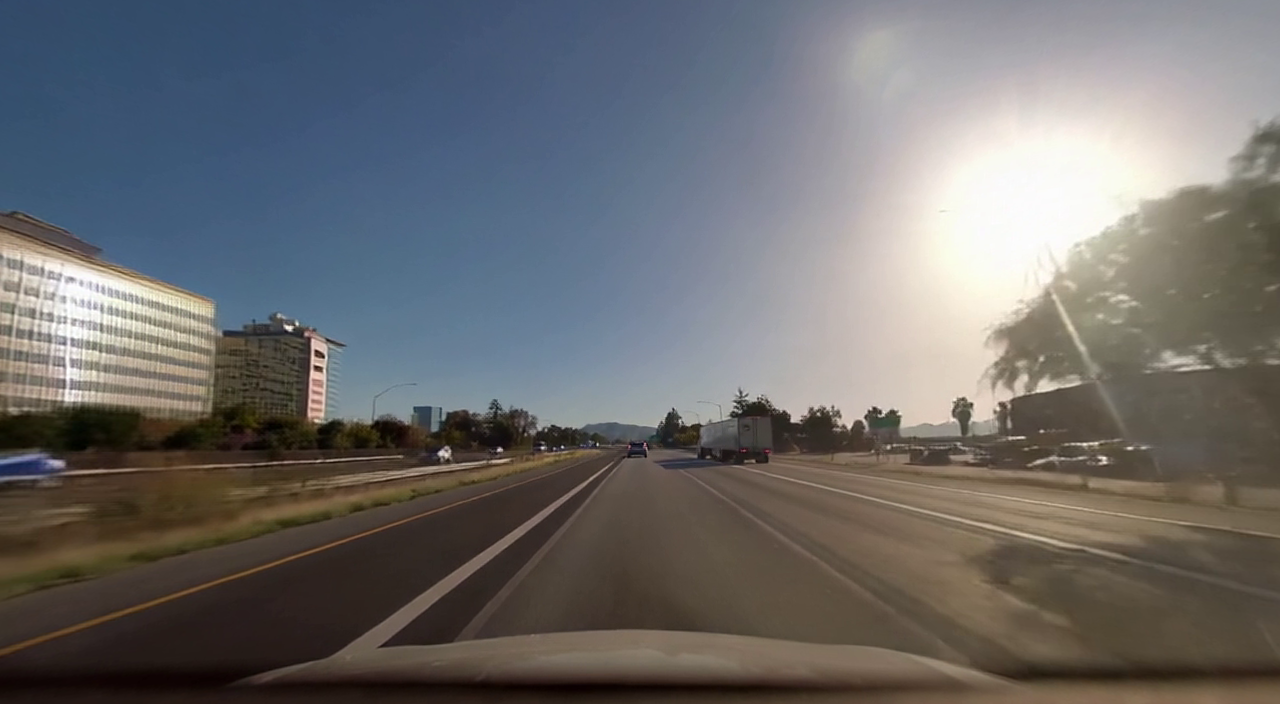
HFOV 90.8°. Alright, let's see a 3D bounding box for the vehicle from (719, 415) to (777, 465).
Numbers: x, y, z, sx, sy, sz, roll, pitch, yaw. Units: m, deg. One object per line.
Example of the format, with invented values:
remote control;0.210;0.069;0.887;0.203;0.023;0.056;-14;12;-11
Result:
vehicle;7.489;6.299;44.915;2.793;3.204;7.997;0;-8;1
